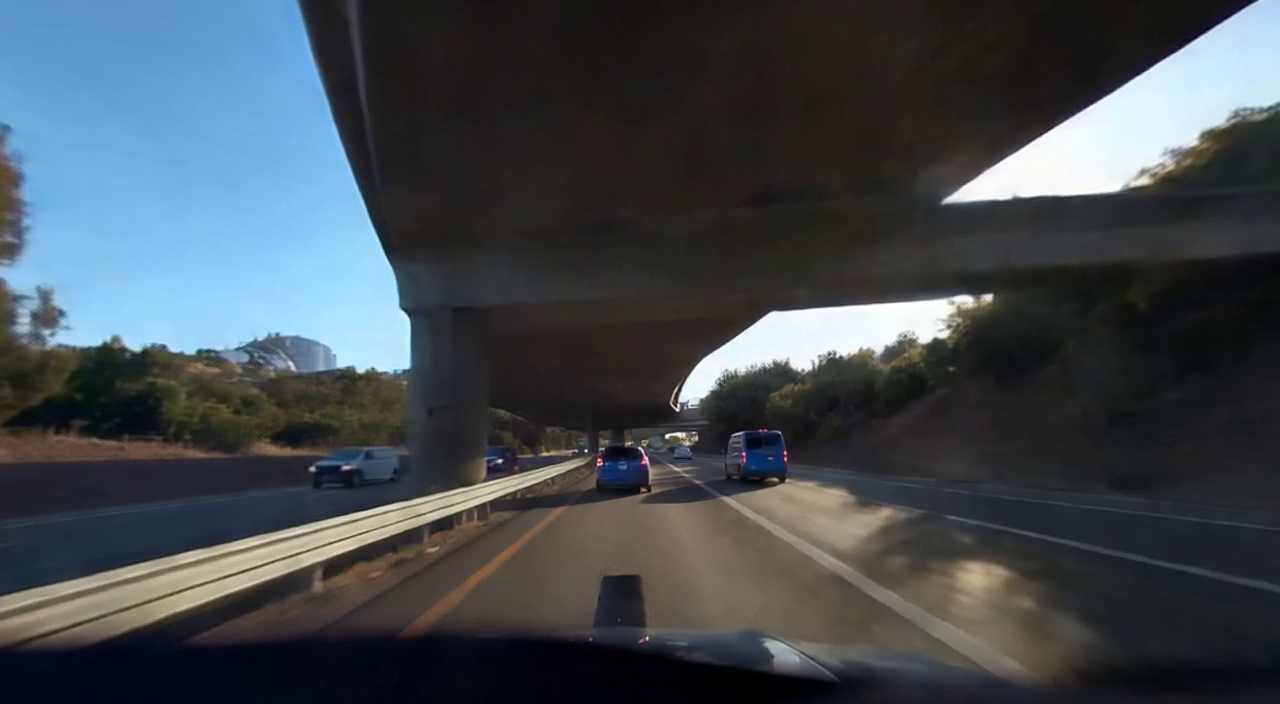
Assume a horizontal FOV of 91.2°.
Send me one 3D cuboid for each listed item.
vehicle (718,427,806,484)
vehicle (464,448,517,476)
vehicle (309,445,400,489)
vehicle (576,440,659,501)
[{"bbox_3d":[4.488,3.920,23.909,2.261,1.952,4.784,0,-9,-1],"label":"vehicle"},{"bbox_3d":[-8.563,6.314,36.233,1.989,1.524,4.405,0,-9,0],"label":"vehicle"},{"bbox_3d":[-12.606,5.077,28.015,1.979,1.807,4.353,0,-9,0],"label":"vehicle"},{"bbox_3d":[-0.559,3.211,17.319,2.029,1.483,3.769,0,-9,0],"label":"vehicle"}]
